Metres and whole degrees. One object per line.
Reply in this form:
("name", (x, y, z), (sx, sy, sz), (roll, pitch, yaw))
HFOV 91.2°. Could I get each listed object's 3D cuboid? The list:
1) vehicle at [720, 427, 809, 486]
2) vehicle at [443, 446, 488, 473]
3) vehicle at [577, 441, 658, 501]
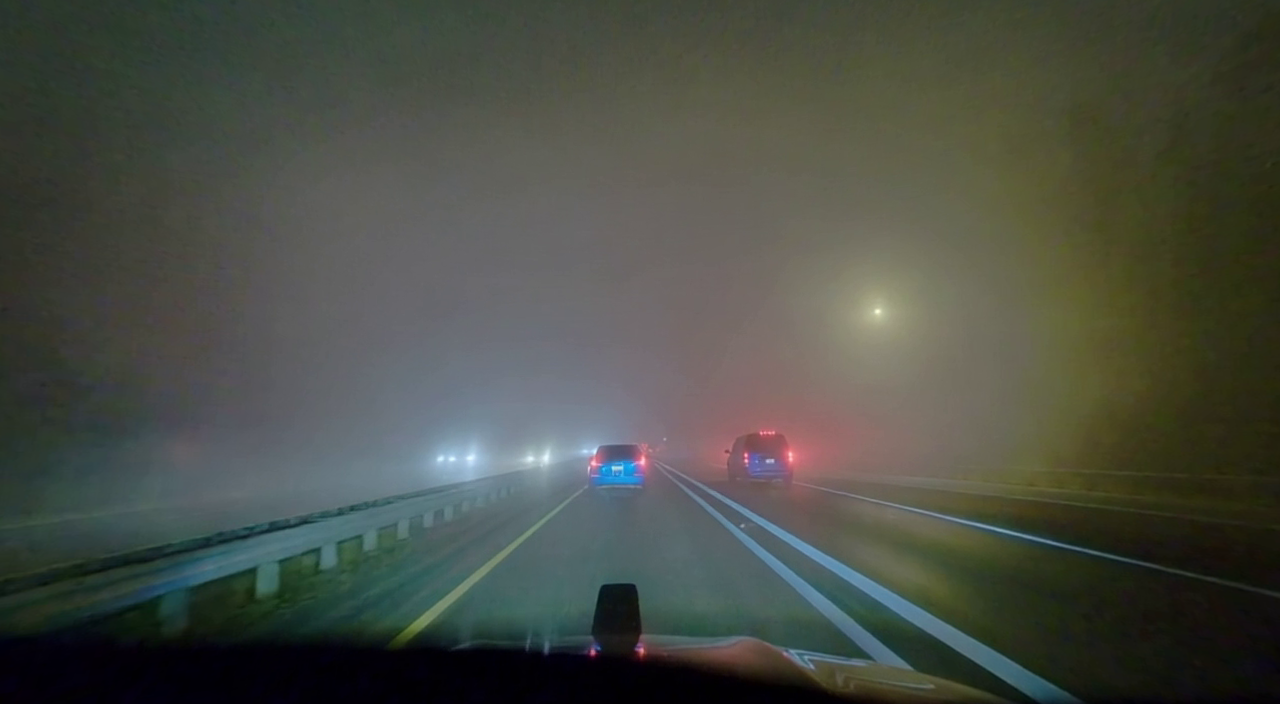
("vehicle", (4.509, 3.892, 23.567), (2.261, 1.952, 4.784), (0, -9, -1))
("vehicle", (-12.563, 7.775, 45.493), (1.979, 1.807, 4.353), (0, -9, 0))
("vehicle", (-0.572, 3.278, 17.671), (2.029, 1.483, 3.769), (0, -9, 0))
